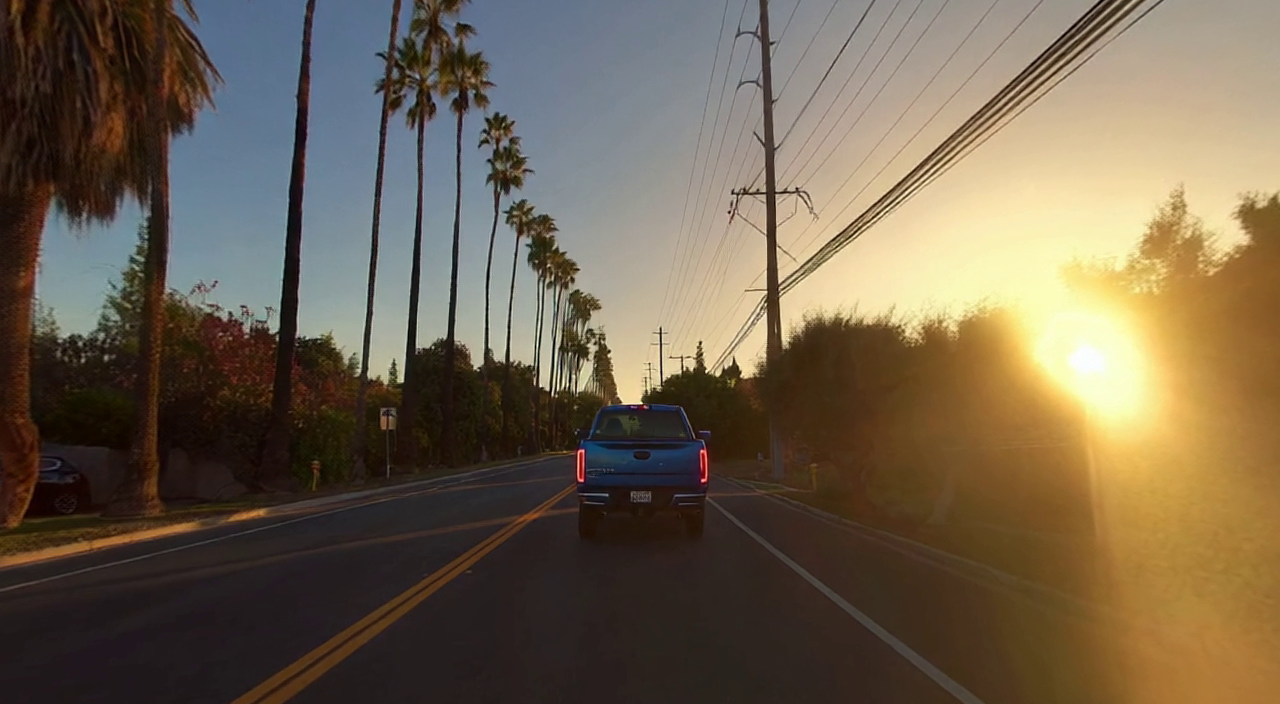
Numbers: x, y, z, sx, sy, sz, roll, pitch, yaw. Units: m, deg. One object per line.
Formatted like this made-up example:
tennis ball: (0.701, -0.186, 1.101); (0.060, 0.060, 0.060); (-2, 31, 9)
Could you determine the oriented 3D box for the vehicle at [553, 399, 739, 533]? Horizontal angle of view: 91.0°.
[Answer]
vehicle: (0.048, 2.152, 12.505); (2.803, 2.005, 5.885); (0, -8, -1)
